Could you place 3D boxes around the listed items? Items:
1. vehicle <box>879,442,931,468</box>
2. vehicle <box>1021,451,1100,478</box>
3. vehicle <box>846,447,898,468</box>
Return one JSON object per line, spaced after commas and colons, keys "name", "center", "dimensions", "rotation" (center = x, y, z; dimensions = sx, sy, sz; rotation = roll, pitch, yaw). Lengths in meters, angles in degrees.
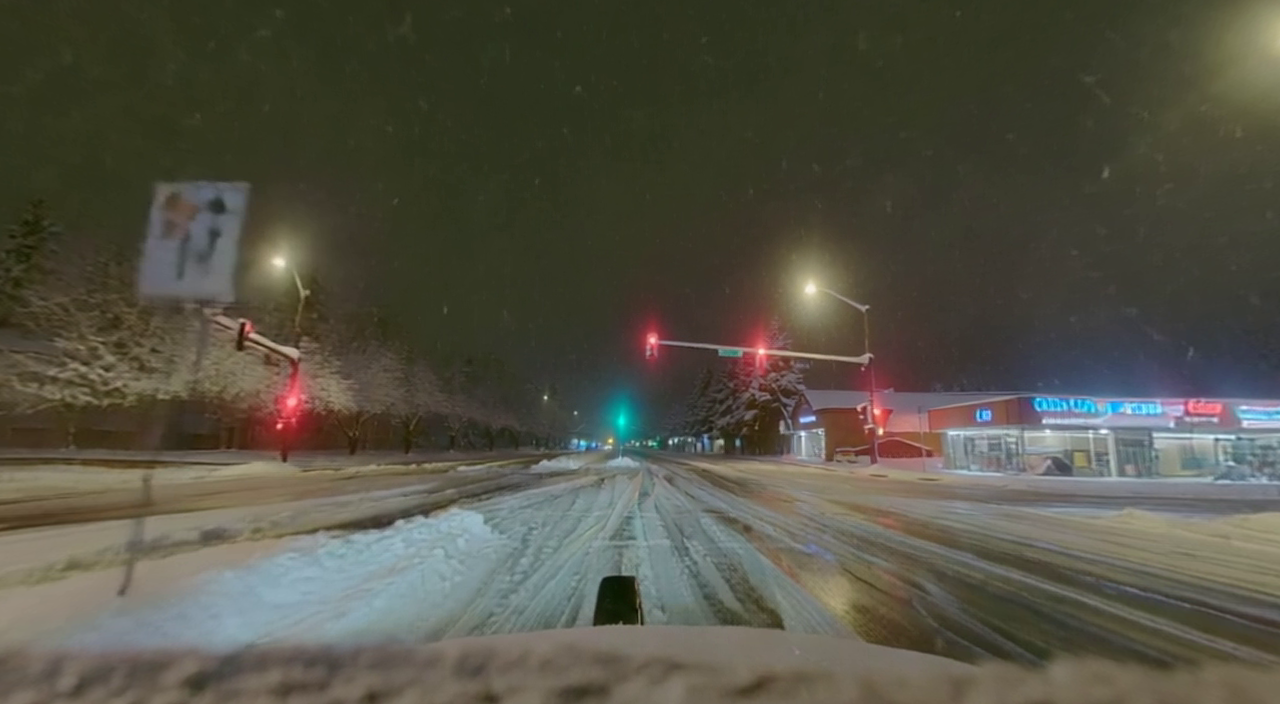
{"name": "vehicle", "center": [20.491, 7.988, 49.059], "dimensions": [2.087, 1.868, 4.004], "rotation": [1, -8, -3]}
{"name": "vehicle", "center": [26.764, 7.145, 40.417], "dimensions": [1.929, 1.613, 4.530], "rotation": [0, -8, 0]}
{"name": "vehicle", "center": [18.023, 8.201, 49.286], "dimensions": [2.073, 1.519, 4.429], "rotation": [1, -8, -5]}
